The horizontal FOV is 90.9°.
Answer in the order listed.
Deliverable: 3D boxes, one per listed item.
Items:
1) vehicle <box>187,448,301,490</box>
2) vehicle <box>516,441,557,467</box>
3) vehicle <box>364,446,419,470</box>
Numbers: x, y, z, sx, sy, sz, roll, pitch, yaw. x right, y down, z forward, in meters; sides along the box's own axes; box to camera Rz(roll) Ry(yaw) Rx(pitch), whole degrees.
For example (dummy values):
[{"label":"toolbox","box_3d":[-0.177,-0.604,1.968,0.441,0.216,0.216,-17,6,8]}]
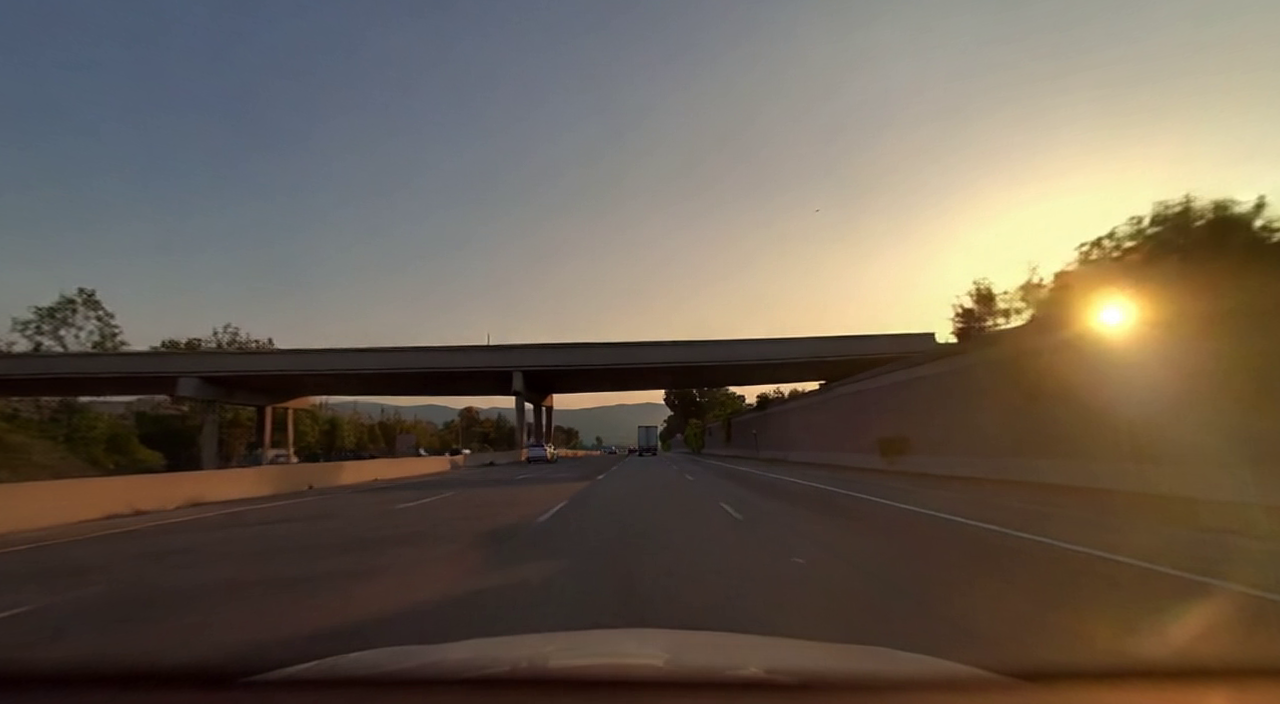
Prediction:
[{"label":"vehicle","box_3d":[-16.317,4.799,26.291,1.886,1.531,4.331,0,-8,1]},{"label":"vehicle","box_3d":[-7.101,7.032,43.628,1.981,1.685,4.171,0,-8,1]},{"label":"vehicle","box_3d":[-17.928,7.640,45.745,1.890,1.623,4.607,-1,-8,3]}]
